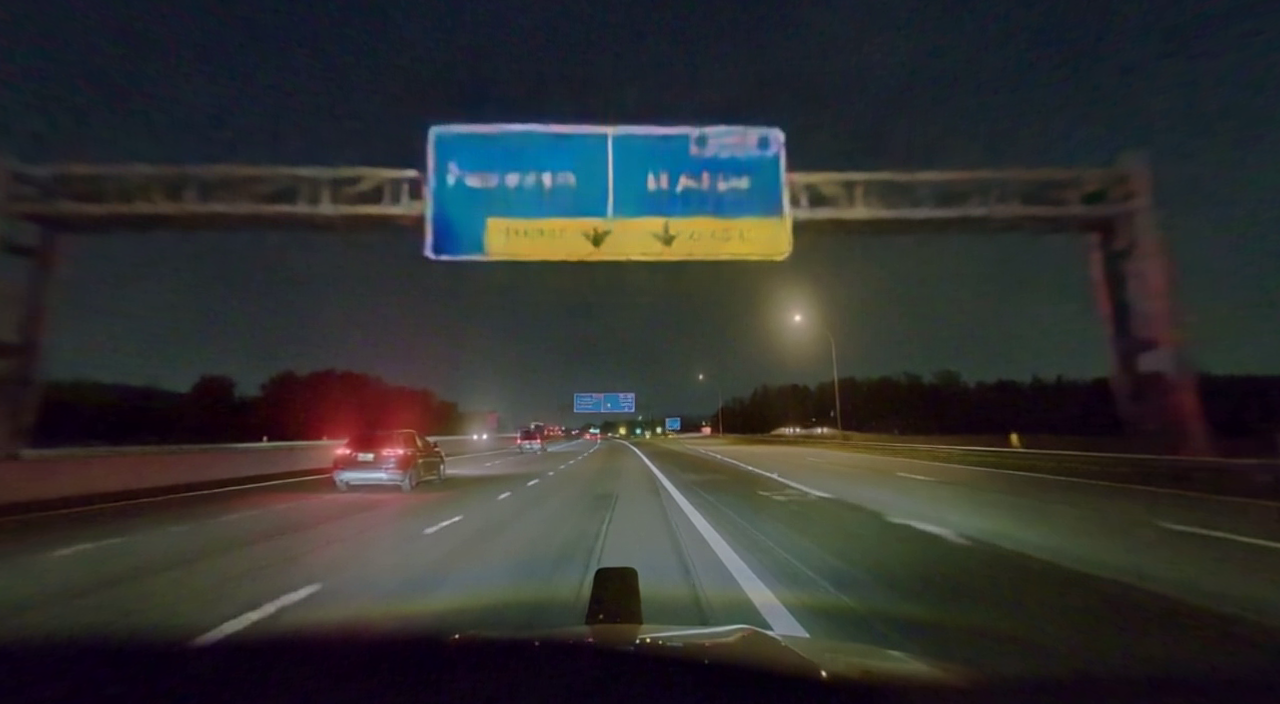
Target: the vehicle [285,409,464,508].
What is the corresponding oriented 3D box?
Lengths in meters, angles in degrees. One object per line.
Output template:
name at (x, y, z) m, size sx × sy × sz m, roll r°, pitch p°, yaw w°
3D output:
vehicle at (-5.250, 2.156, 13.153) m, size 2.007 × 1.727 × 4.040 m, roll 0°, pitch -8°, yaw -1°
